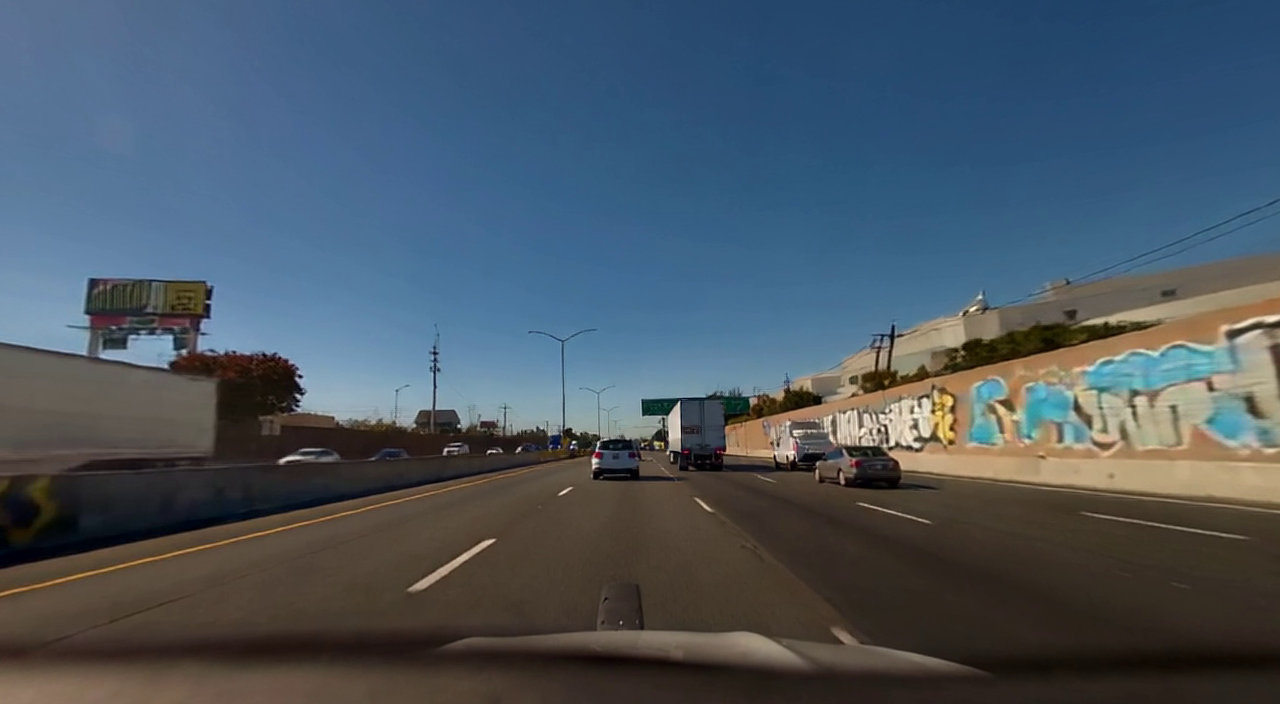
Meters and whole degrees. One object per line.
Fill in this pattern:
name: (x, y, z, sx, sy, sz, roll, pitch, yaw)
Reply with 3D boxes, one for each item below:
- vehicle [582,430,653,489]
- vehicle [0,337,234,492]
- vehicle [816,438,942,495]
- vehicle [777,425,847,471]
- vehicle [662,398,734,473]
vehicle: (-0.844, 3.785, 22.600, 2.249, 1.843, 5.176, 0, -9, -3)
vehicle: (-17.241, 1.933, 18.159, 2.791, 3.780, 12.692, 0, -9, 0)
vehicle: (7.017, 3.411, 19.192, 1.915, 1.476, 4.677, 0, -9, -1)
vehicle: (9.653, 5.477, 36.150, 2.322, 2.360, 6.433, 0, -9, 1)
vehicle: (3.159, 5.051, 37.581, 2.976, 3.806, 10.591, 0, -9, -2)
